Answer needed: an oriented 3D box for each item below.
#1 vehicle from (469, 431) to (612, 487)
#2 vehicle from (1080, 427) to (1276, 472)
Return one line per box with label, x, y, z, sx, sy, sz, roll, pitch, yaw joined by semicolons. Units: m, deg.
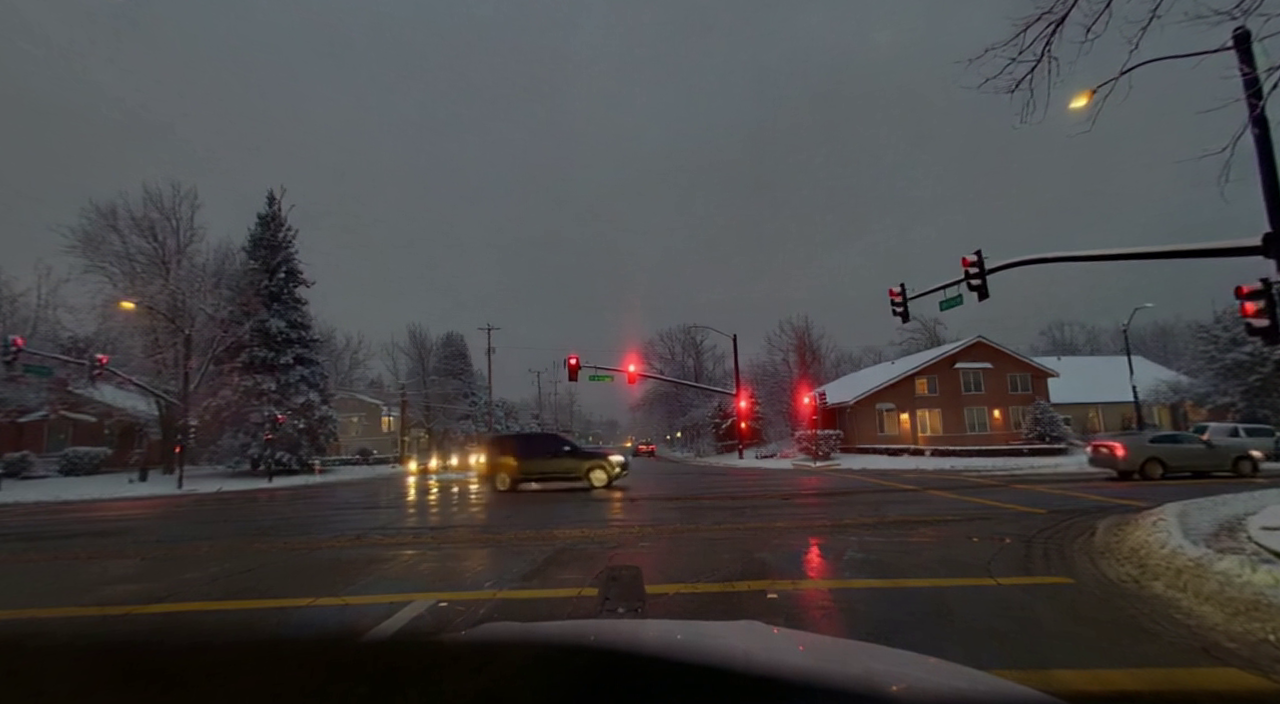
vehicle;-3.203;3.554;21.103;4.431;1.739;1.935;0;-9;0
vehicle;18.280;3.333;21.659;4.823;1.449;2.017;0;-9;0
